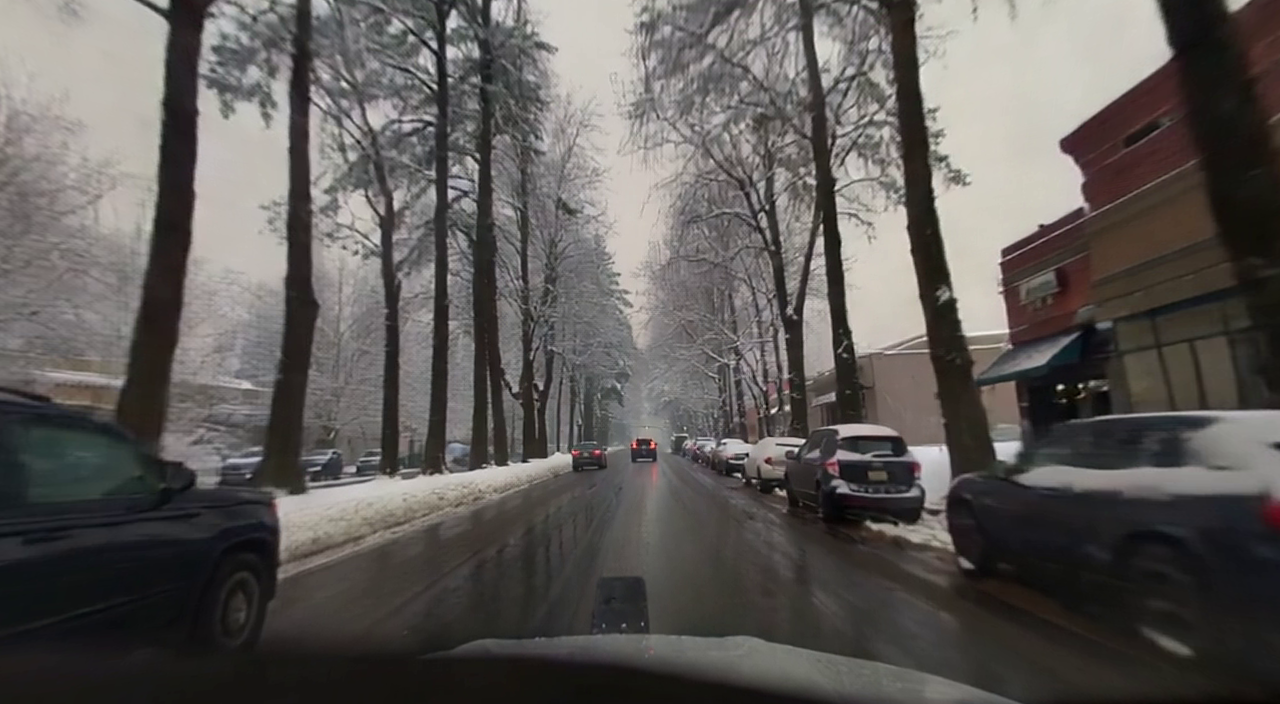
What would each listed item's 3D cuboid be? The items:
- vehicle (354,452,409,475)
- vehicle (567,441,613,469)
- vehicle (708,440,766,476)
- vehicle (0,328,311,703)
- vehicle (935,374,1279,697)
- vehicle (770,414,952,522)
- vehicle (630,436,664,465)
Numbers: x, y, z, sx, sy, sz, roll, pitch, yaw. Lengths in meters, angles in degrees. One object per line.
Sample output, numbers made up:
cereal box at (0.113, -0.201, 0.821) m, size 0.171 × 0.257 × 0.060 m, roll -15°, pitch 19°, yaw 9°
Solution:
vehicle at (-18.647, 8.068, 45.661) m, size 1.888 × 1.500 × 4.622 m, roll -1°, pitch -8°, yaw 2°
vehicle at (-2.790, 5.866, 36.113) m, size 2.151 × 1.484 × 4.468 m, roll 0°, pitch -8°, yaw 2°
vehicle at (4.366, 4.843, 29.113) m, size 1.887 × 1.517 × 4.257 m, roll 0°, pitch -8°, yaw -1°
vehicle at (-3.397, 0.722, 1.870) m, size 2.186 × 1.708 × 4.746 m, roll 0°, pitch -8°, yaw 1°
vehicle at (4.379, 1.236, 5.081) m, size 1.900 × 1.702 × 4.358 m, roll 0°, pitch -8°, yaw 1°
vehicle at (4.263, 2.340, 13.208) m, size 2.068 × 1.809 × 4.889 m, roll 0°, pitch -8°, yaw 0°
vehicle at (0.453, 6.430, 41.229) m, size 2.075 × 1.770 × 4.018 m, roll 0°, pitch -8°, yaw 0°
